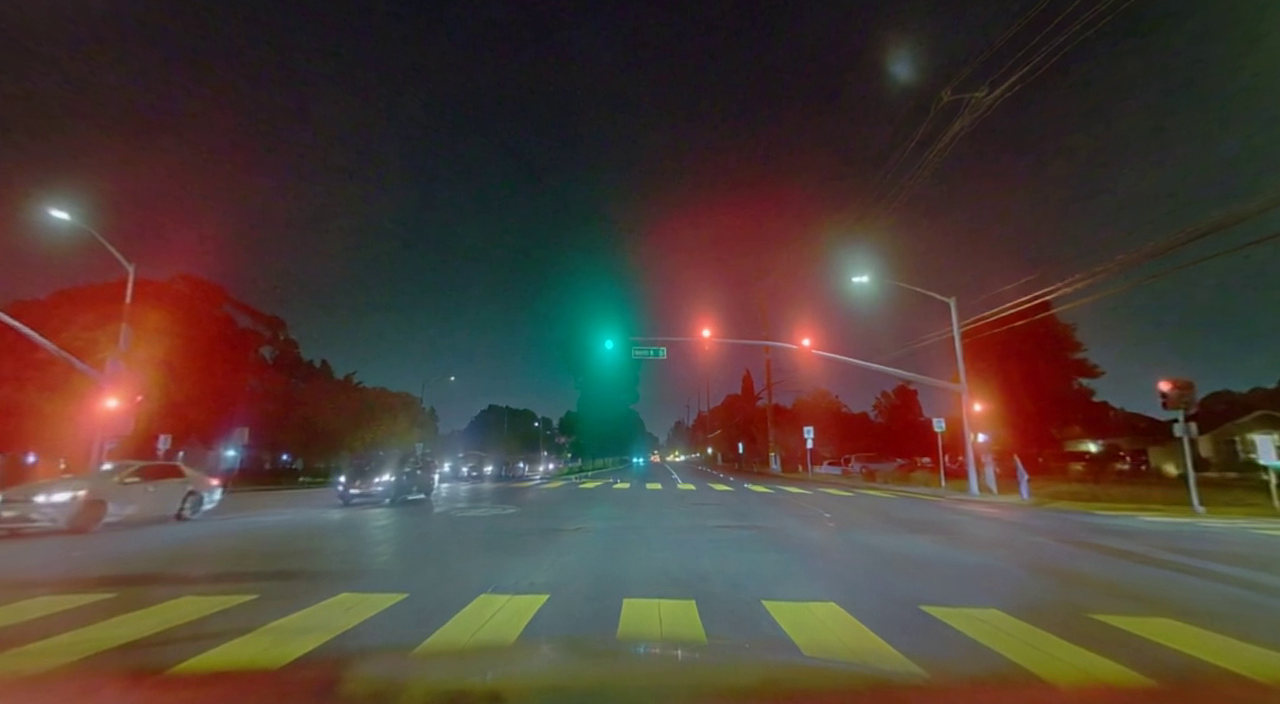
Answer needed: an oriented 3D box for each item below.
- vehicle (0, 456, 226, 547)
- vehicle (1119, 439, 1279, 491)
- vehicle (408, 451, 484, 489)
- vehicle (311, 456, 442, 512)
[{"bbox_3d":[-10.950,2.905,12.878,2.007,1.451,4.242,0,-8,1],"label":"vehicle"},{"bbox_3d":[25.415,5.046,28.601,2.177,2.086,5.514,2,-9,-14],"label":"vehicle"},{"bbox_3d":[-10.394,6.332,34.218,2.249,1.825,5.378,-1,-8,2],"label":"vehicle"},{"bbox_3d":[-7.731,3.888,19.012,1.958,1.415,4.312,-1,-8,2],"label":"vehicle"}]
